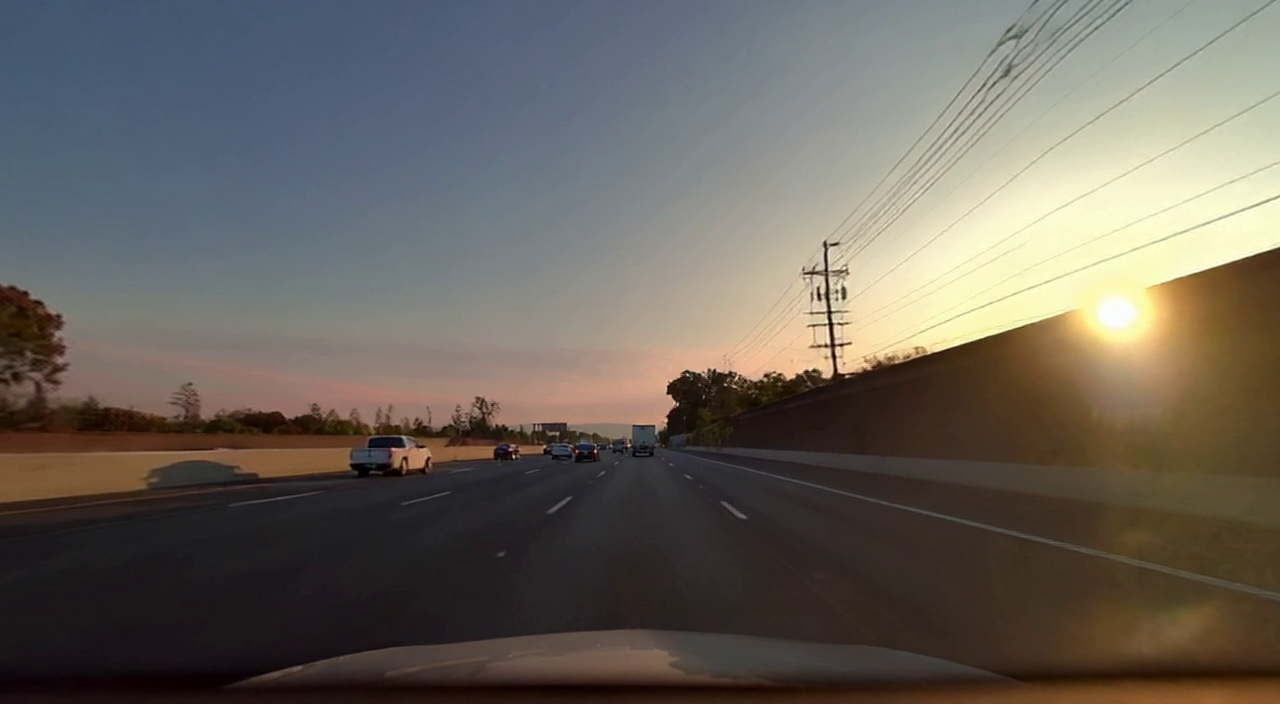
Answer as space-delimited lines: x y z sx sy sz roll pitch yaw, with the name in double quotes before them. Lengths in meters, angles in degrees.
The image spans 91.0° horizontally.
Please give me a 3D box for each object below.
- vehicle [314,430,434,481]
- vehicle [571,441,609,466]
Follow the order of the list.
"vehicle" -10.614 4.203 25.816 2.310 1.853 5.817 0 -9 1
"vehicle" -3.268 6.743 41.826 2.045 1.532 4.954 0 -9 1
